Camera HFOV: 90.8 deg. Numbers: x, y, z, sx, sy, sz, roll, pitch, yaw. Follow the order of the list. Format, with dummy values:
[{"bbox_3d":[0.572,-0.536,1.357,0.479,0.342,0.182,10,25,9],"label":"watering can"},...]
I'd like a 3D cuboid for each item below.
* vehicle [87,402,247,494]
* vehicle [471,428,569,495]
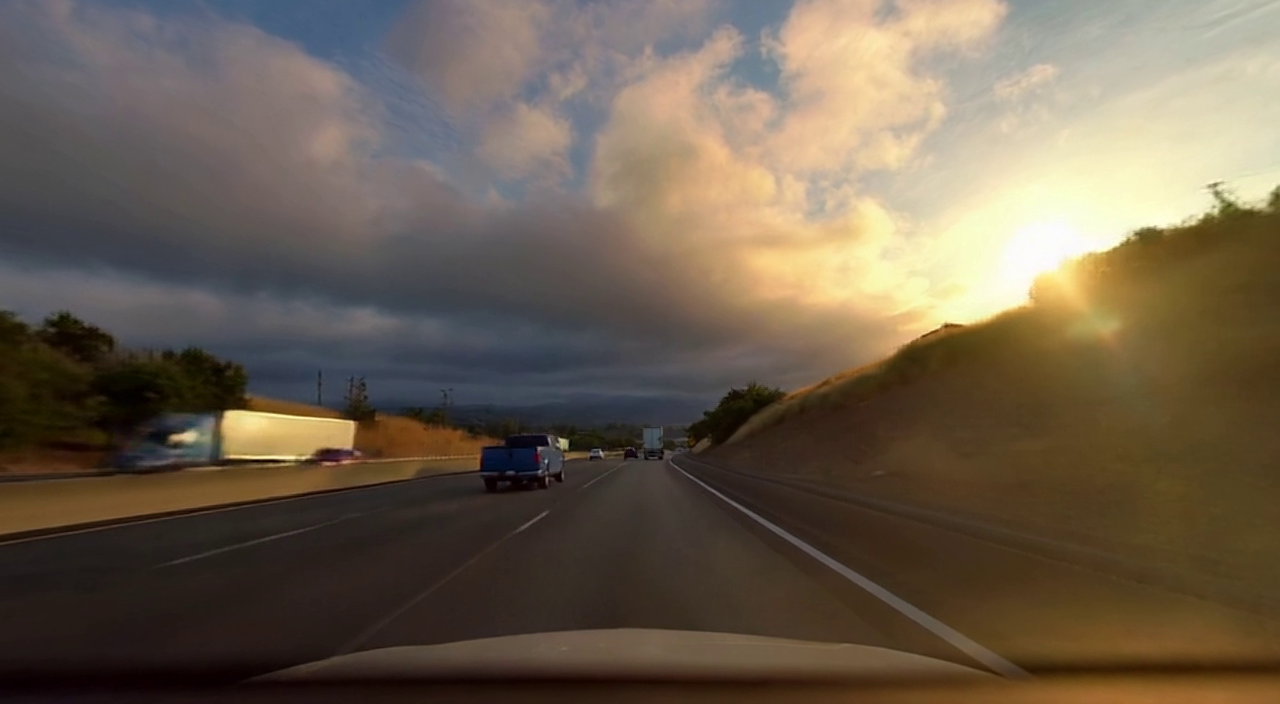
[{"bbox_3d":[-22.697,4.688,30.816,2.955,3.979,5.943,0,-9,1],"label":"vehicle"},{"bbox_3d":[-3.851,3.640,21.311,2.216,1.949,5.237,0,-9,1],"label":"vehicle"}]
